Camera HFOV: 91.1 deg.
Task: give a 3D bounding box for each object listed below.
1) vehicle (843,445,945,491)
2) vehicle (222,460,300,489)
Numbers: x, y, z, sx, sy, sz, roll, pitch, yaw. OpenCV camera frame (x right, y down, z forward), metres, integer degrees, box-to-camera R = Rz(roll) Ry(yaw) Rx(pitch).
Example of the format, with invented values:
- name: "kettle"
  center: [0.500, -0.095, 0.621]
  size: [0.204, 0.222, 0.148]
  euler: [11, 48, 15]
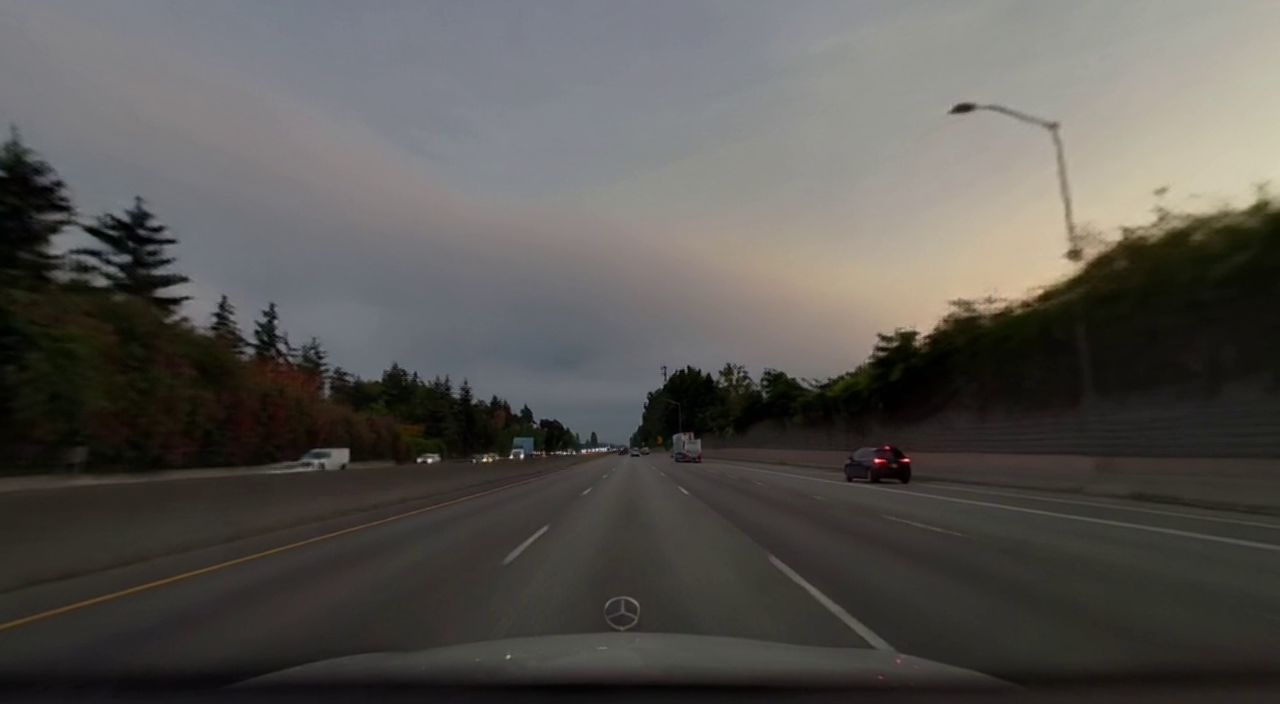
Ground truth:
- name: "vehicle"
  center: [9.792, 4.487, 24.730]
  size: [1.950, 1.632, 4.845]
  euler: [0, -9, 0]
- name: "vehicle"
  center: [-21.796, 7.016, 36.379]
  size: [1.843, 1.460, 4.668]
  euler: [0, -9, -3]
